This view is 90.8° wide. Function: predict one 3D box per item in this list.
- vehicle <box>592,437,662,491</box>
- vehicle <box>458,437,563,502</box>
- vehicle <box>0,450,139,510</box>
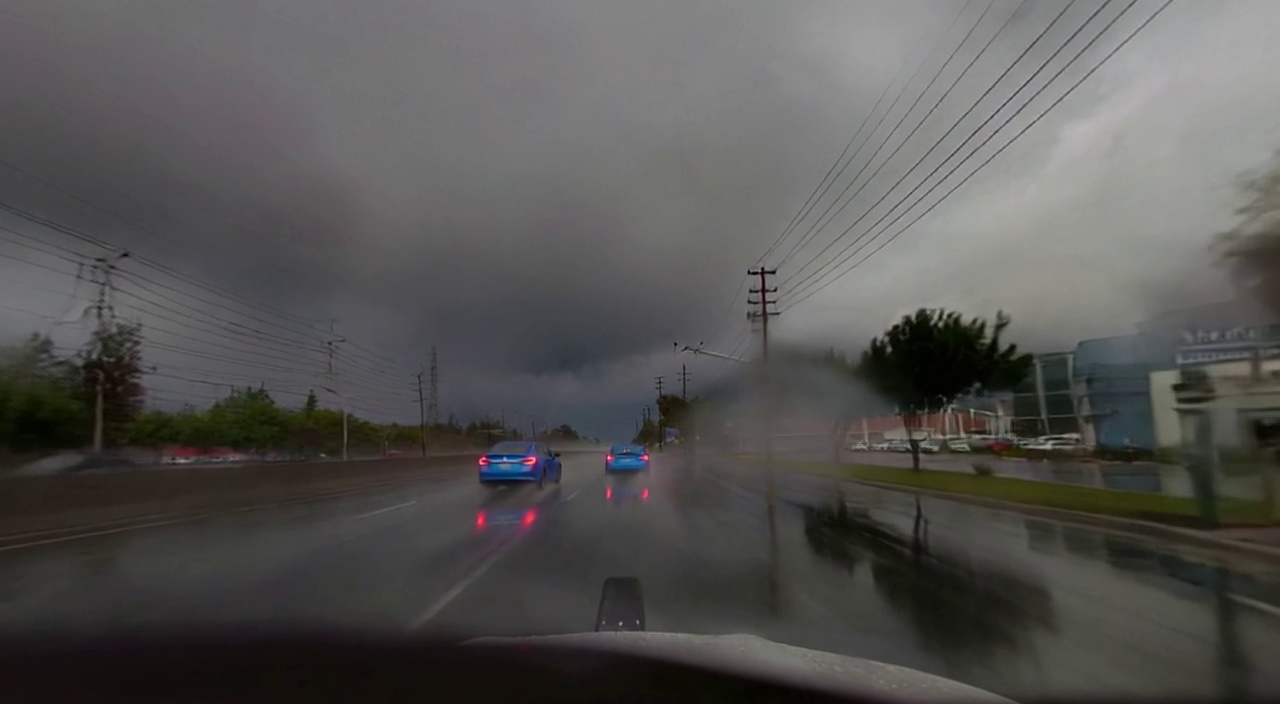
[{"bbox_3d":[-0.418,3.783,21.726,2.189,1.652,4.135,0,-8,0],"label":"vehicle"},{"bbox_3d":[-3.559,3.326,18.365,1.985,1.607,4.892,0,-8,1],"label":"vehicle"},{"bbox_3d":[-19.299,4.070,20.677,2.040,1.696,4.591,0,-8,0],"label":"vehicle"}]
